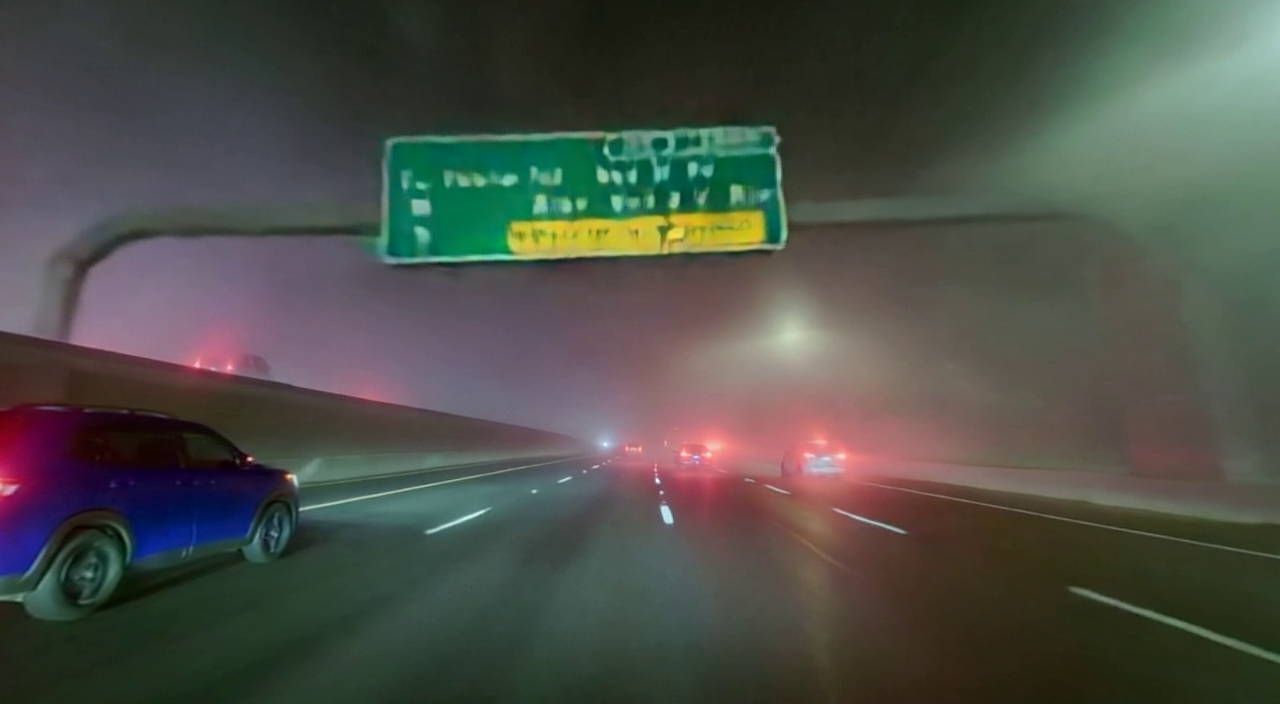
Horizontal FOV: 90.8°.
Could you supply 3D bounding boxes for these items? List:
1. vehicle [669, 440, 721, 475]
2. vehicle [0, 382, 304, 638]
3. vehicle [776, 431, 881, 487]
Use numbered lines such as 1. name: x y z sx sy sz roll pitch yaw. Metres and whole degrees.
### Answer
1. vehicle: 2.574 5.064 30.582 2.108 1.509 5.059 0 -8 1
2. vehicle: -5.126 1.229 5.494 2.000 1.646 4.201 0 -8 1
3. vehicle: 6.366 3.690 22.052 2.184 1.712 4.856 0 -8 0
